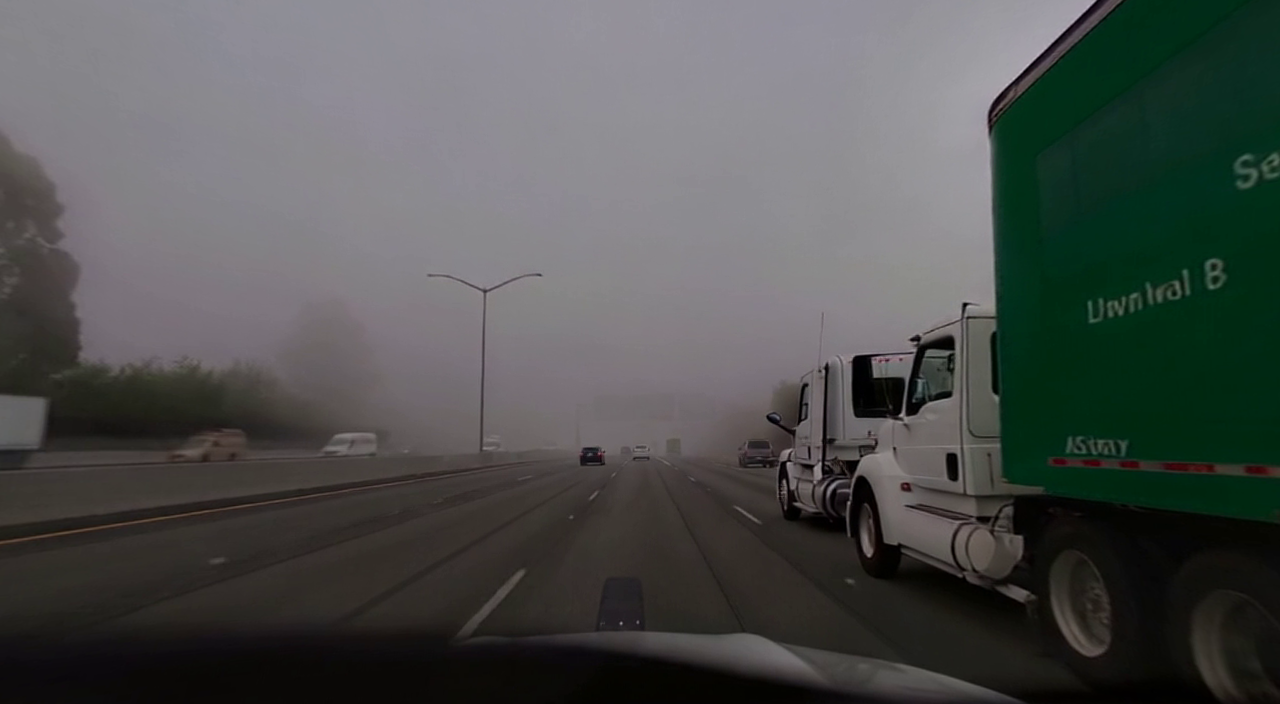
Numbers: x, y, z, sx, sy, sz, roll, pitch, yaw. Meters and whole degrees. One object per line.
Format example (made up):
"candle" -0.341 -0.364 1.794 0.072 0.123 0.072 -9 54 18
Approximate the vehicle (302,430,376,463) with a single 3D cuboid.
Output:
"vehicle" -21.301 6.721 44.859 2.350 2.196 5.689 0 -9 1

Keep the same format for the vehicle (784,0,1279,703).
"vehicle" 3.890 -0.243 2.732 2.899 4.078 16.430 0 -8 1

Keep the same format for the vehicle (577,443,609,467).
"vehicle" -3.526 7.826 47.999 2.000 1.658 4.155 0 -9 1
